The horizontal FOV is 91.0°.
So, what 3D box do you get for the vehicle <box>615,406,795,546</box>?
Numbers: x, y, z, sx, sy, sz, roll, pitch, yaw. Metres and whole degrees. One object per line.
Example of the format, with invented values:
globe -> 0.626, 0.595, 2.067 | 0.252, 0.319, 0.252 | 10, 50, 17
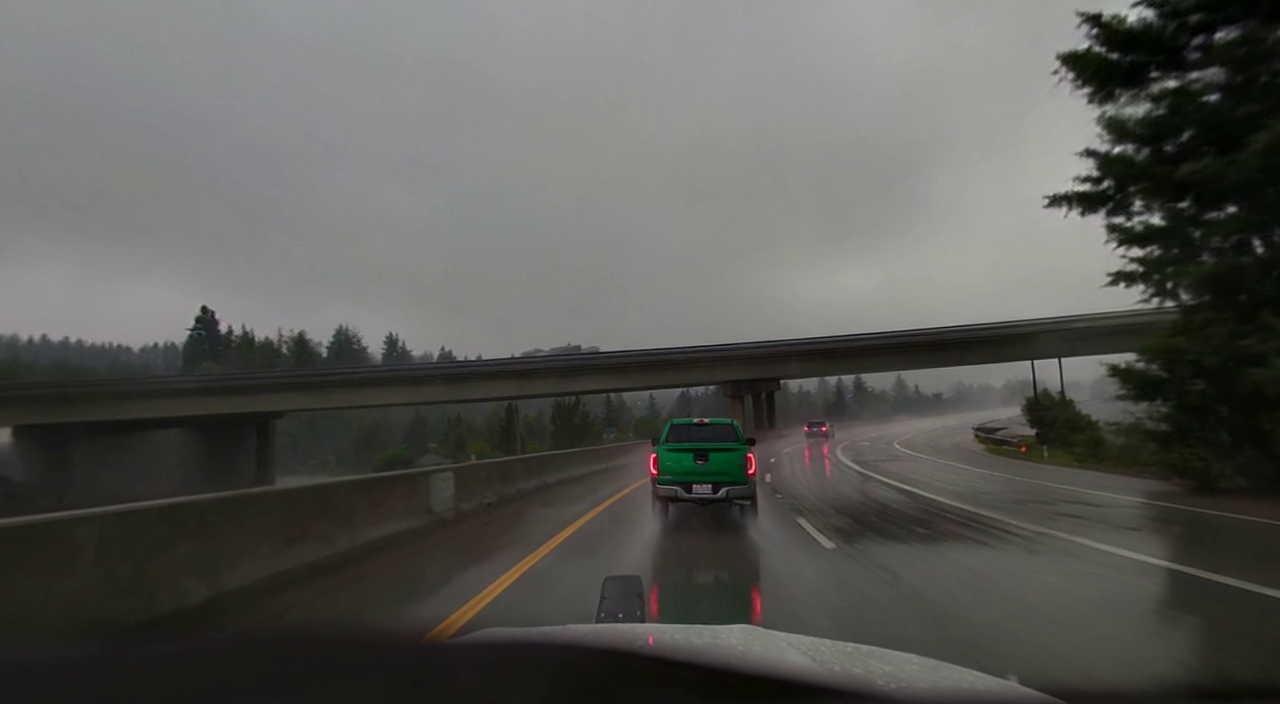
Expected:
vehicle -> 1.003, 1.879, 10.163 | 2.235, 1.716, 4.435 | -1, -9, 5
